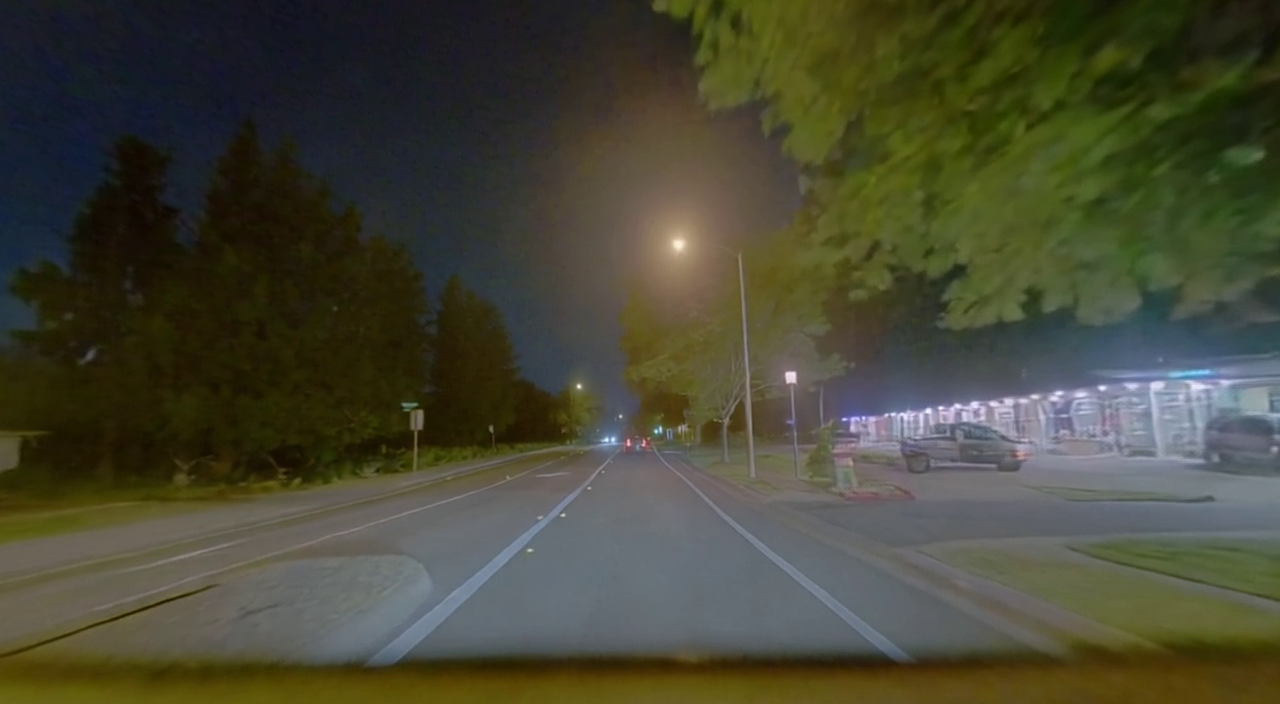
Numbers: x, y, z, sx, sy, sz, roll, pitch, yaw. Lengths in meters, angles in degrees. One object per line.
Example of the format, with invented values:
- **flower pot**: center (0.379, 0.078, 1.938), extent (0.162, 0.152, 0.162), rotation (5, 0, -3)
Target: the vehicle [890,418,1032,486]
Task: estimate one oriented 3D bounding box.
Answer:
- **vehicle**: center (11.060, 3.621, 22.225), extent (2.001, 1.744, 4.449), rotation (-3, -14, -9)
